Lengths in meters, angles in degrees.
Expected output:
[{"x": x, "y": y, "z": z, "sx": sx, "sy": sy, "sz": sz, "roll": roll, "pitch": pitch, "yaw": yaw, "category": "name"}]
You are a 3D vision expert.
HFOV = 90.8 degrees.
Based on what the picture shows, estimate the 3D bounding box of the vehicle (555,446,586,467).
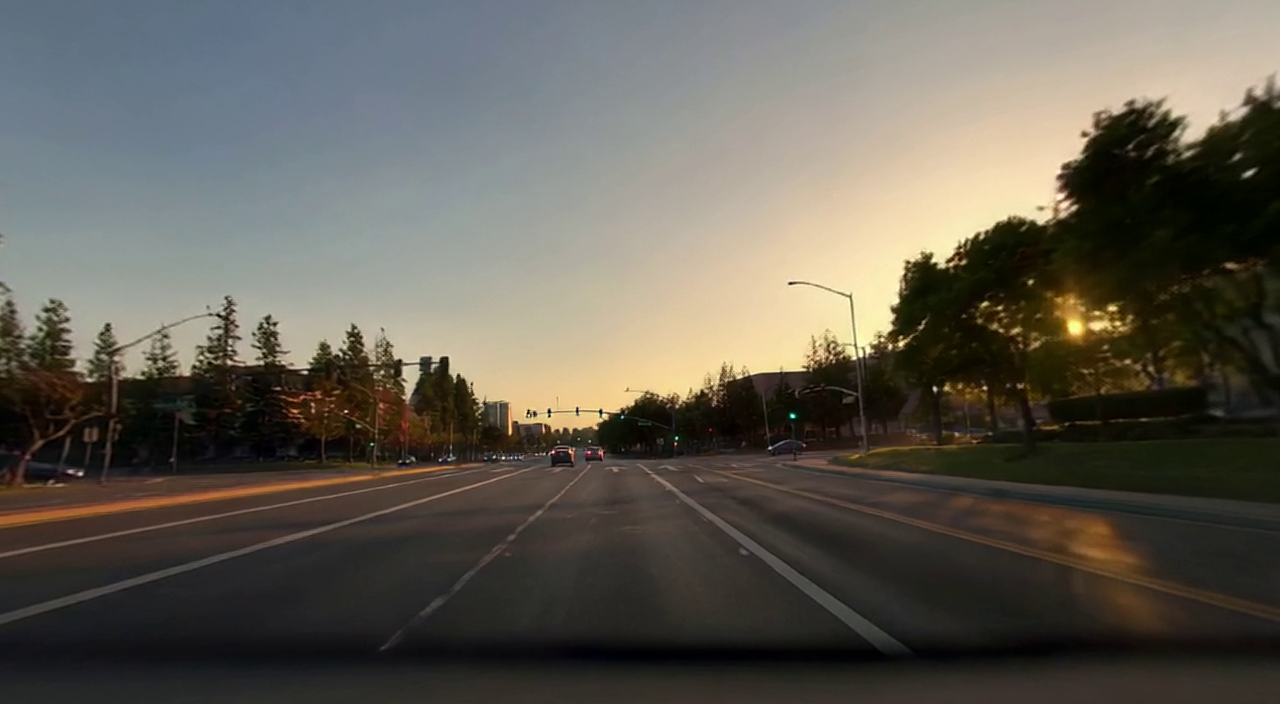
[{"x": -5.277, "y": 7.961, "z": 48.341, "sx": 2.073, "sy": 1.445, "sz": 4.151, "roll": 0, "pitch": -8, "yaw": -2, "category": "vehicle"}]
